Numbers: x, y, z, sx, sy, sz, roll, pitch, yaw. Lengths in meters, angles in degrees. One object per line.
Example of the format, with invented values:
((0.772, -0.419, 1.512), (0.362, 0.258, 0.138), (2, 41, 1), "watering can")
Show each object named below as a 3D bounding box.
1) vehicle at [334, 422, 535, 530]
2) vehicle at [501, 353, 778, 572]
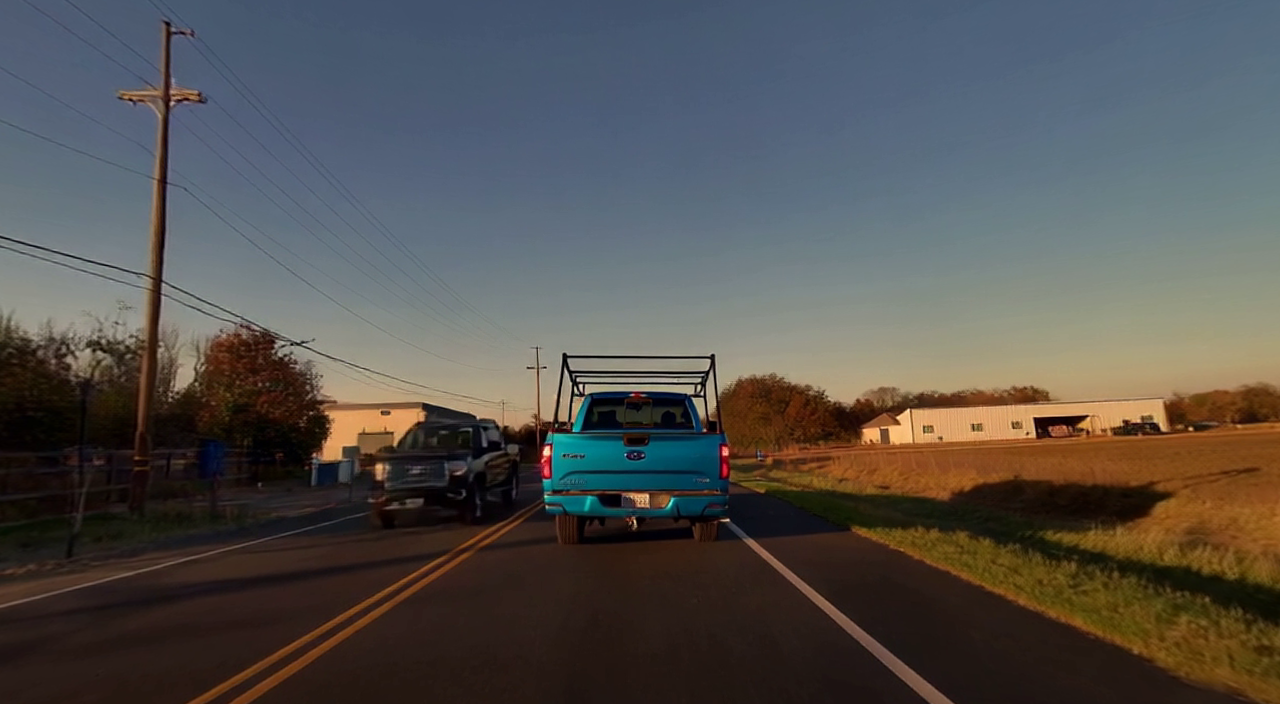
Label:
((-3.836, 2.455, 13.236), (2.343, 1.727, 5.684), (0, -8, 0), "vehicle")
((-0.084, 1.694, 10.409), (2.912, 2.320, 7.292), (0, -8, -1), "vehicle")
